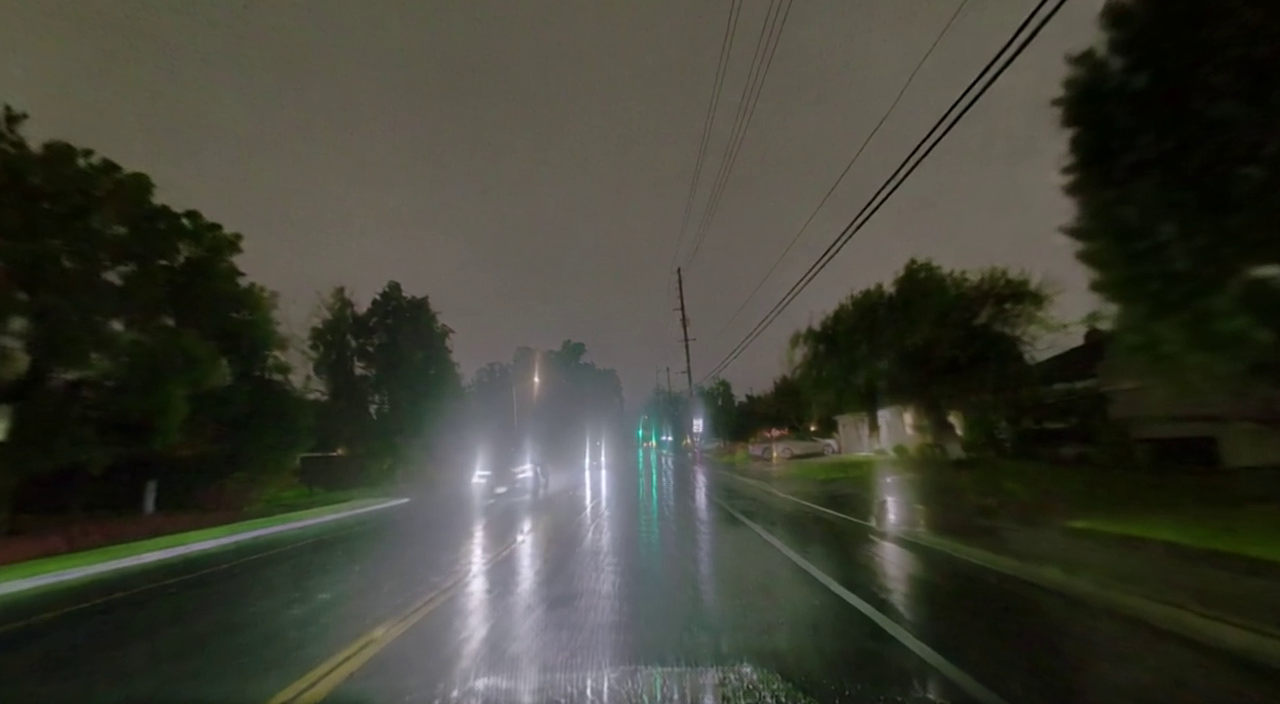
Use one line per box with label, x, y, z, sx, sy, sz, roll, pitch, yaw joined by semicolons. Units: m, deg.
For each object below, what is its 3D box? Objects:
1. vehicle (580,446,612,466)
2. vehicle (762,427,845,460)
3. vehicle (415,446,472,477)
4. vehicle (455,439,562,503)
vehicle;-3.117;7.524;45.787;1.968;1.394;3.890;-1;-8;1
vehicle;10.331;5.821;40.088;4.626;1.731;2.007;-3;-8;-2
vehicle;-13.153;7.313;42.531;2.053;1.906;4.889;0;-8;3
vehicle;-3.631;3.351;18.232;2.102;1.524;4.387;-2;-8;1
